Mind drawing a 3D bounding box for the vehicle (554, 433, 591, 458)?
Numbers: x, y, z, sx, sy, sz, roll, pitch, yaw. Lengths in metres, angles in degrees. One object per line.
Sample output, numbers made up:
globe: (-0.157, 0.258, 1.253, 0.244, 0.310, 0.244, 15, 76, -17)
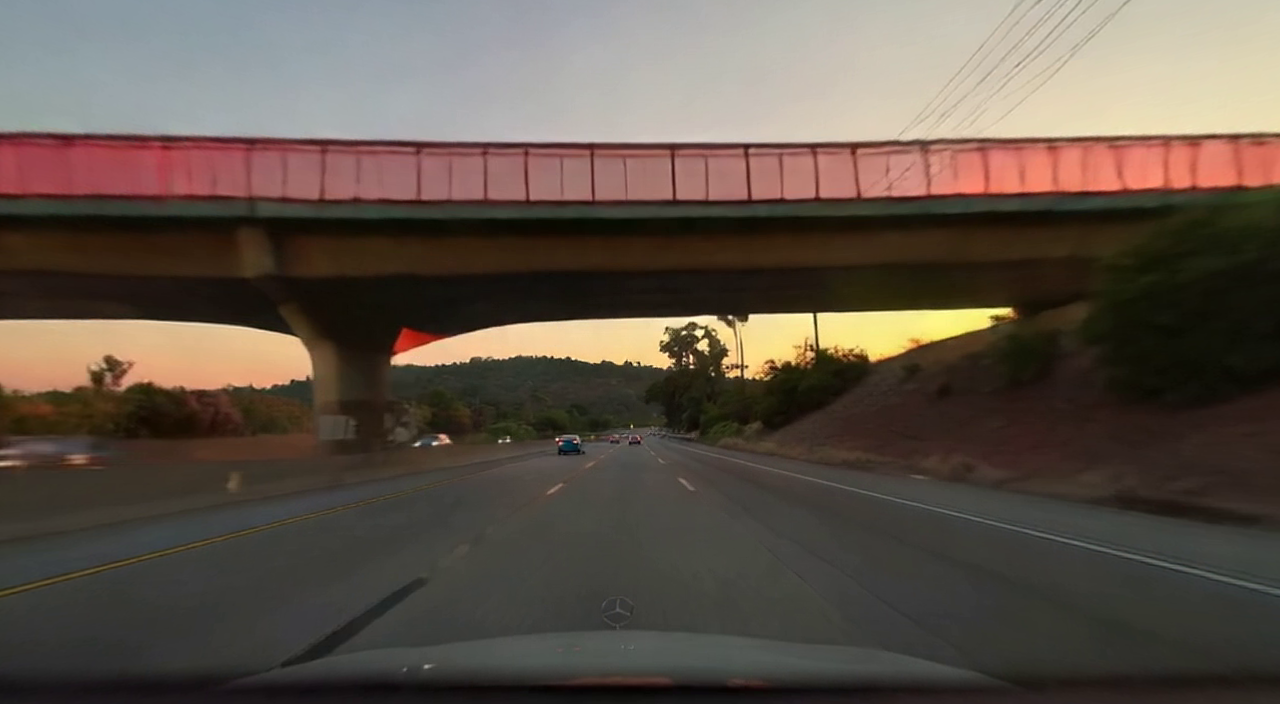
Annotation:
vehicle: (-4.492, 6.300, 42.606, 2.074, 1.535, 4.437, 0, -8, 0)

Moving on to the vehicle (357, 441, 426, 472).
vehicle: (-12.608, 5.306, 32.260, 1.810, 1.449, 4.182, 0, -8, 1)
